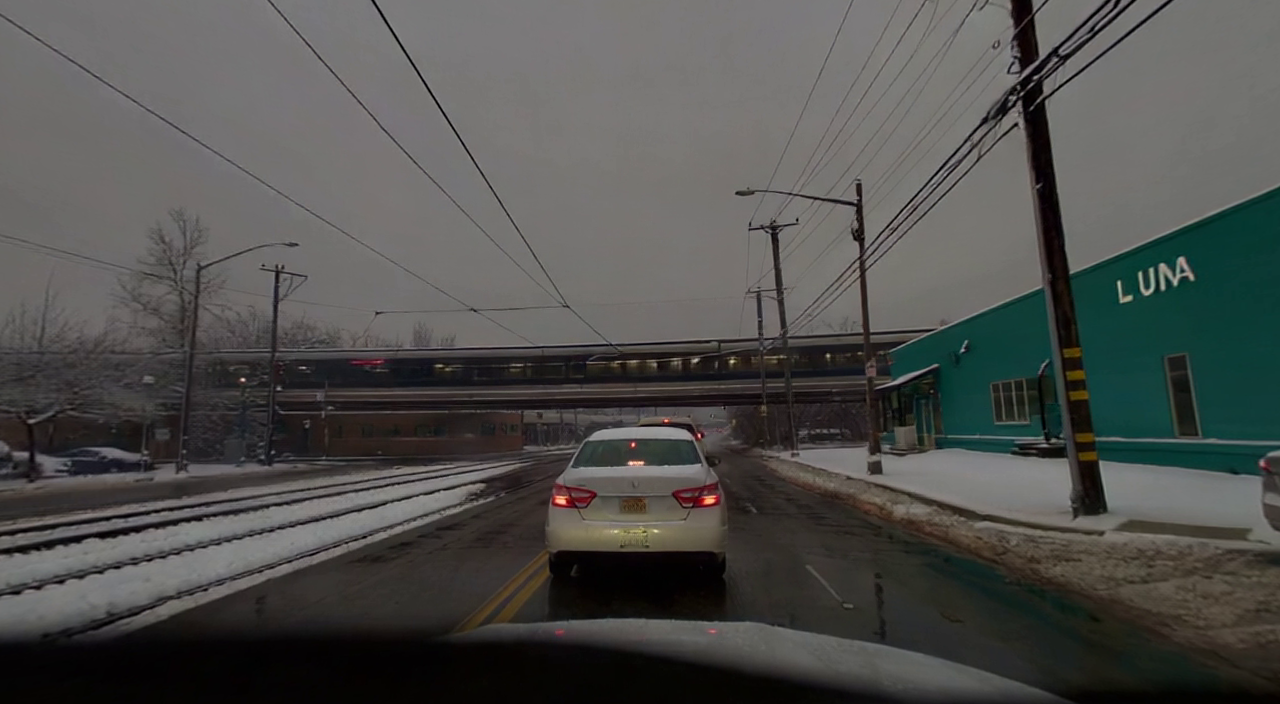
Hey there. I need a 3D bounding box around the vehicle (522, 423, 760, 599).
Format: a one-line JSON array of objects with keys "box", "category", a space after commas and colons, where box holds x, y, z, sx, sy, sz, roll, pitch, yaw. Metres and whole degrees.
[{"box": [0.091, 1.704, 7.613, 2.090, 1.518, 4.033, -1, -9, 3], "category": "vehicle"}]

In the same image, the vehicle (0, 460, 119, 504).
[{"box": [-21.953, 4.674, 22.830, 4.566, 1.453, 1.935, -1, -9, 5], "category": "vehicle"}]
